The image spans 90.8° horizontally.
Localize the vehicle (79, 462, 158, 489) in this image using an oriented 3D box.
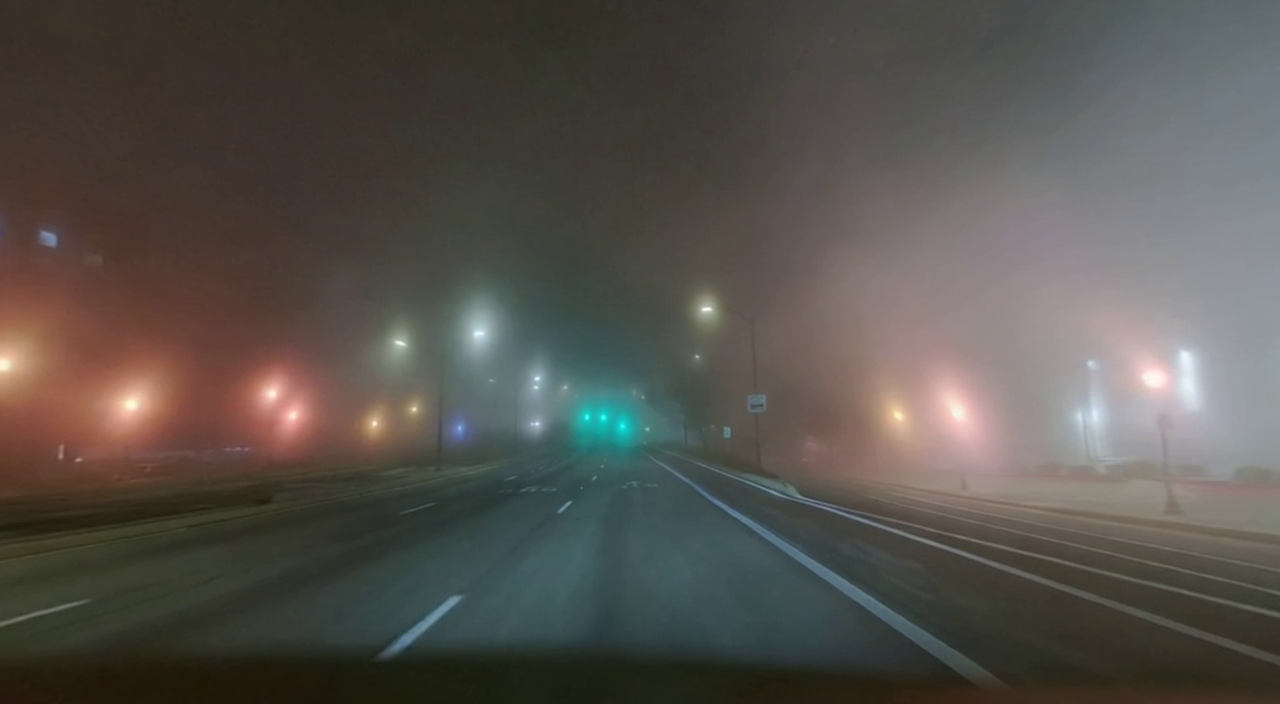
[{"bbox_3d":[-32.855,7.773,39.926,1.794,1.427,3.715,2,-9,0],"label":"vehicle"}]
